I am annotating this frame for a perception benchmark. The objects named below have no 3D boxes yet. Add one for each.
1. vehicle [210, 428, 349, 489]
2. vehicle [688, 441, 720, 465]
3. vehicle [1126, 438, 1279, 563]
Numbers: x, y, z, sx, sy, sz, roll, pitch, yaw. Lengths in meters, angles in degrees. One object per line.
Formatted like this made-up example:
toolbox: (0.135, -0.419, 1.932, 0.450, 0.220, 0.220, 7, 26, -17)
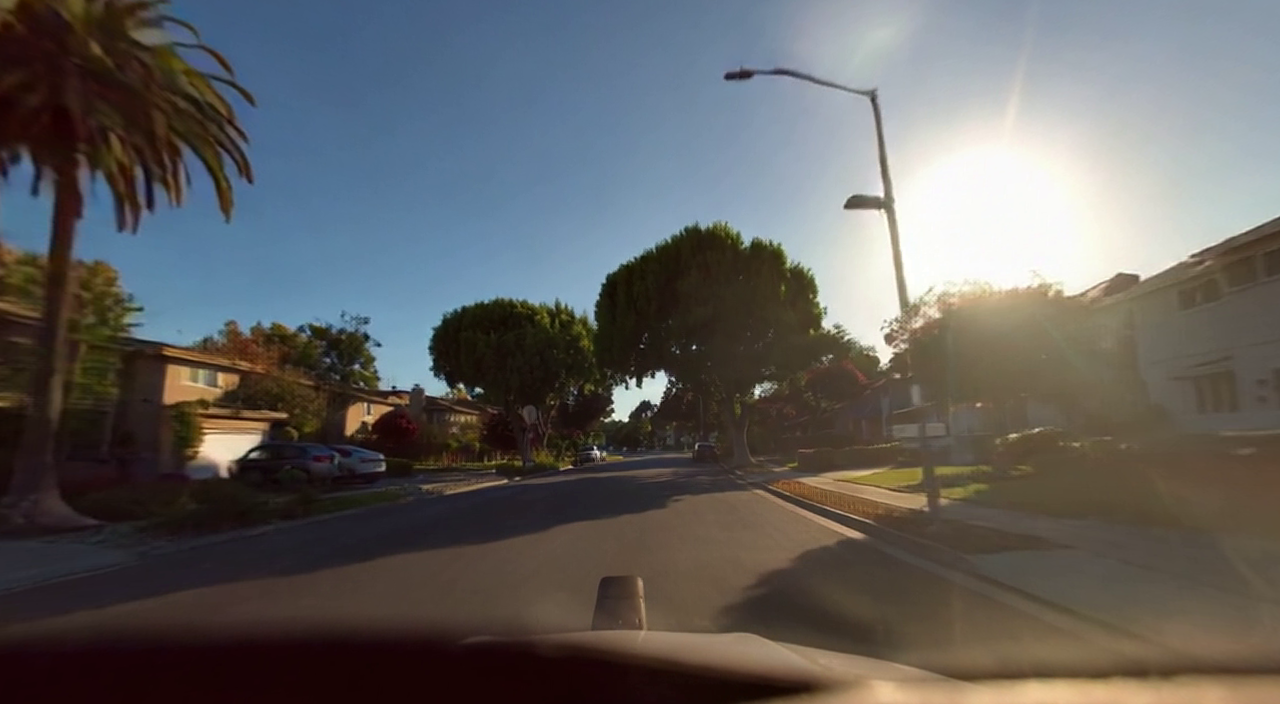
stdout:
vehicle: (-13.562, 4.095, 23.935, 3.918, 1.719, 1.988, -3, -21, -2)
vehicle: (4.946, 7.882, 49.298, 2.176, 1.762, 4.622, -1, -9, 2)
vehicle: (9.078, 1.776, 8.018, 4.352, 1.355, 1.852, 0, -9, -5)
